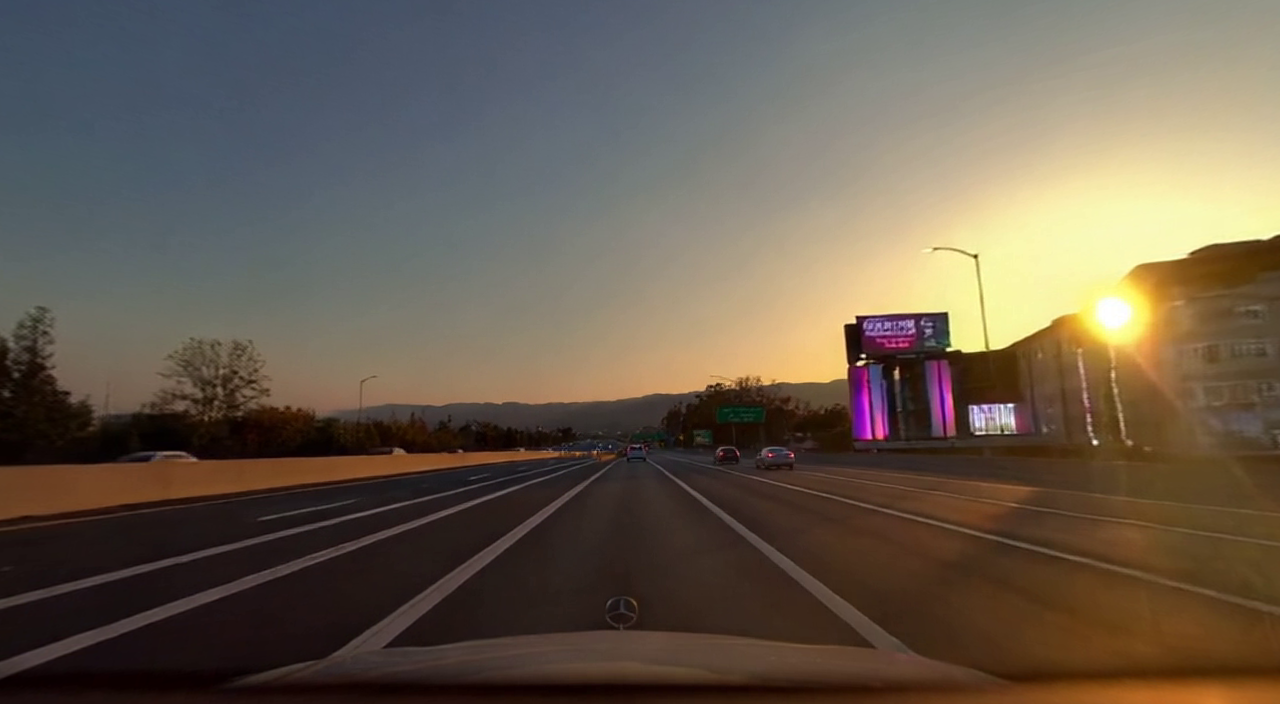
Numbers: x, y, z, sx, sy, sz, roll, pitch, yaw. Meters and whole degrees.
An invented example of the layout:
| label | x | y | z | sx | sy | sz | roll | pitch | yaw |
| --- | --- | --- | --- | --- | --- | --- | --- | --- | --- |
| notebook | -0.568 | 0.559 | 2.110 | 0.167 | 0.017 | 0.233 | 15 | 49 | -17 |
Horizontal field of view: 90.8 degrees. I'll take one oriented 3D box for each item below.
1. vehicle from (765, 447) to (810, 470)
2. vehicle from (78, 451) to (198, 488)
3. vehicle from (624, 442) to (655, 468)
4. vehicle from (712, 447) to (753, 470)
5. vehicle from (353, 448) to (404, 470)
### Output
| label | x | y | z | sx | sy | sz | roll | pitch | yaw |
| --- | --- | --- | --- | --- | --- | --- | --- | --- | --- |
| vehicle | 10.180 | 7.367 | 44.015 | 1.953 | 1.473 | 4.512 | 0 | -9 | -2 |
| vehicle | -22.603 | 5.273 | 28.710 | 1.828 | 1.461 | 4.468 | 0 | -9 | -2 |
| vehicle | -0.097 | 7.836 | 48.267 | 2.154 | 1.786 | 5.045 | 0 | -9 | -2 |
| vehicle | 6.317 | 7.277 | 43.553 | 1.976 | 1.477 | 4.448 | 0 | -9 | -2 |
| vehicle | -19.118 | 7.815 | 46.387 | 1.886 | 1.478 | 4.535 | 0 | -9 | 0 |
